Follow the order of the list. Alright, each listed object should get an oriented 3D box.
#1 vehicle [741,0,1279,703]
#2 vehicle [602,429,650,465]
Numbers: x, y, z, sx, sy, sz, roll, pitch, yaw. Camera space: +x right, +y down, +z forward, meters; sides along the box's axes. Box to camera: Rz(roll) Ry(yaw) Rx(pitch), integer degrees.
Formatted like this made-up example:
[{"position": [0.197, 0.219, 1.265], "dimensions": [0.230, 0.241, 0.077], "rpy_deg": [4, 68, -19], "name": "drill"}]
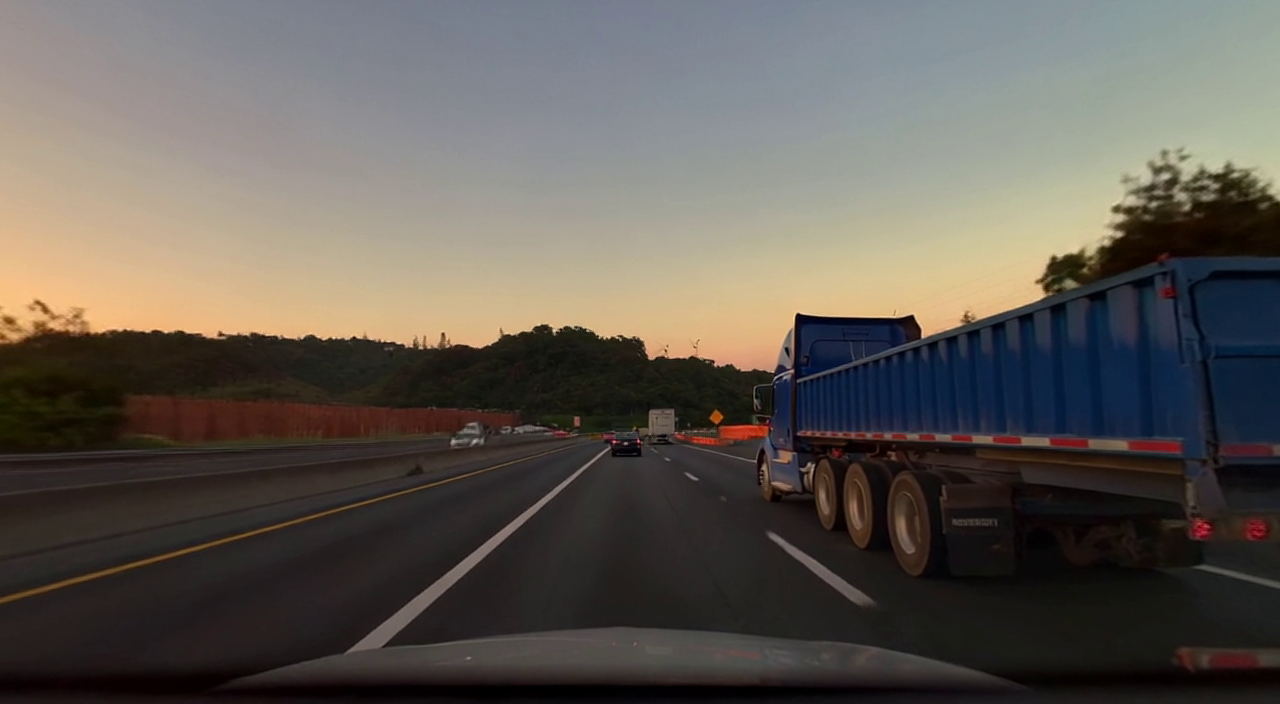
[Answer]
[{"position": [3.557, 0.290, 6.522], "dimensions": [2.919, 3.634, 10.888], "rpy_deg": [0, -8, -2], "name": "vehicle"}, {"position": [-0.596, 4.112, 27.474], "dimensions": [1.929, 1.469, 3.677], "rpy_deg": [0, -8, -1], "name": "vehicle"}]
